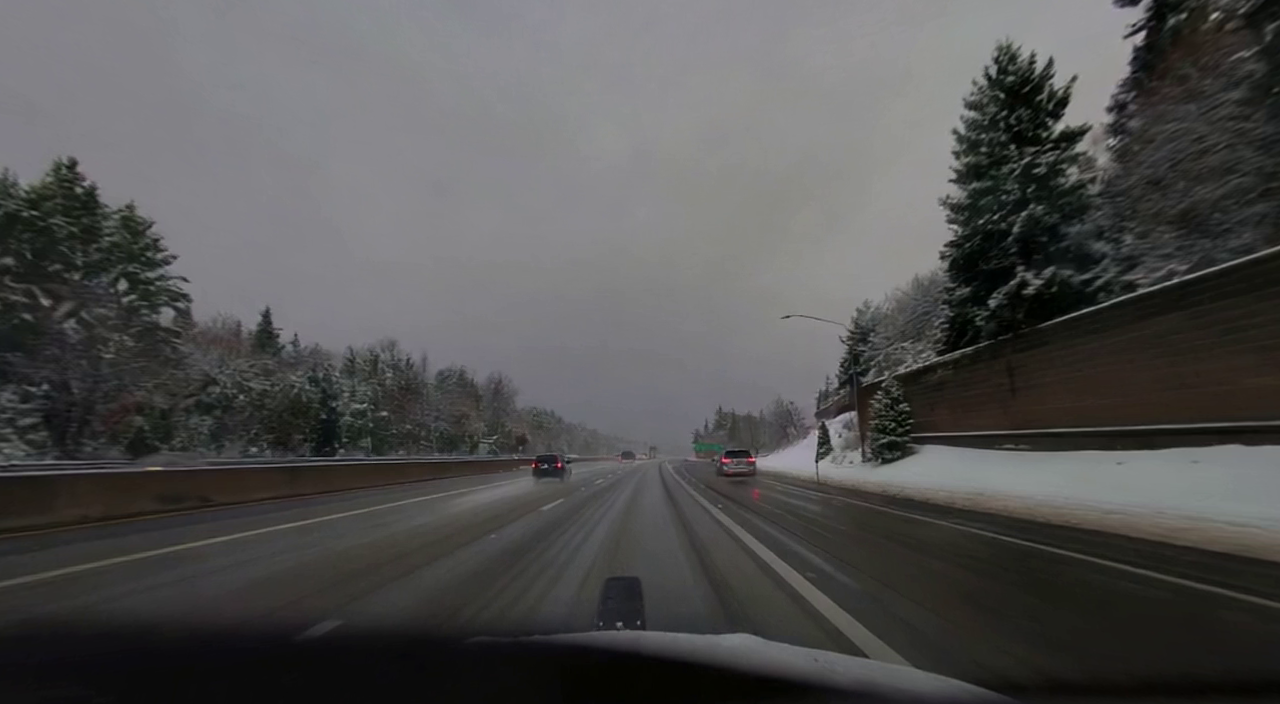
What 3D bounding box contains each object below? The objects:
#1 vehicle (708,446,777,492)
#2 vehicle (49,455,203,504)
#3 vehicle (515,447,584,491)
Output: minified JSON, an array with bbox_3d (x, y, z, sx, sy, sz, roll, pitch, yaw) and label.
[{"bbox_3d":[3.745,4.363,23.861,2.020,1.548,4.715,0,-9,3],"label":"vehicle"},{"bbox_3d":[-17.110,4.228,21.276,1.805,1.456,3.983,0,-9,1],"label":"vehicle"},{"bbox_3d":[-3.396,4.493,24.458,1.997,1.540,3.906,0,-9,2],"label":"vehicle"}]
